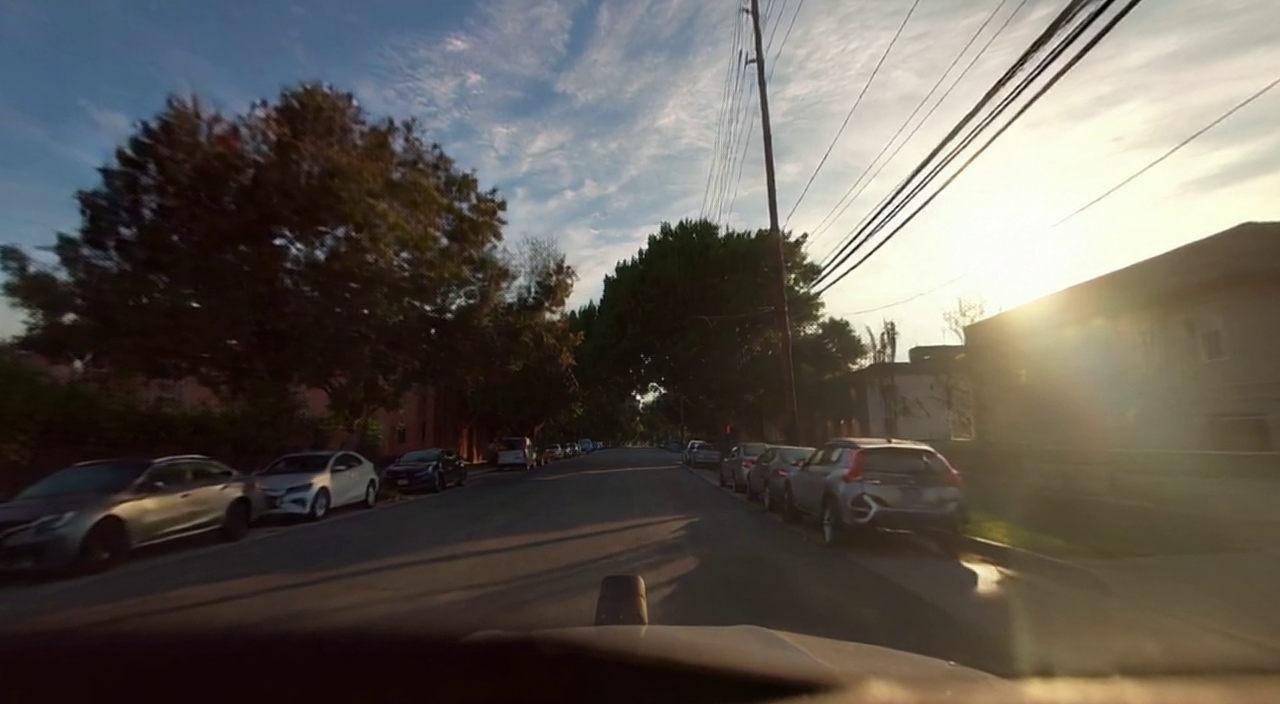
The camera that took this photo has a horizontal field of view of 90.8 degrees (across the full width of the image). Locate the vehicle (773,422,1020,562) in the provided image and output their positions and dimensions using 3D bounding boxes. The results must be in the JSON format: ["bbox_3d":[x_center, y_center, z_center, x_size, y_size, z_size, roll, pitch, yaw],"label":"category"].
[{"bbox_3d":[3.640,2.069,10.124,2.095,1.694,4.592,0,-9,1],"label":"vehicle"}]

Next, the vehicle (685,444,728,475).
[{"bbox_3d":[3.684,6.025,35.746,1.925,1.634,4.419,0,-8,0],"label":"vehicle"}]

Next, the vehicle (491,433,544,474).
[{"bbox_3d":[-7.694,6.404,40.295,2.351,2.251,5.856,-2,-8,-2],"label":"vehicle"}]

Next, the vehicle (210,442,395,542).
[{"bbox_3d":[-7.663,3.115,14.961,1.981,1.651,4.683,-5,-6,-3],"label":"vehicle"}]

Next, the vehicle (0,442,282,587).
[{"bbox_3d":[-7.810,2.311,9.730,1.917,1.618,4.825,-2,-10,-2],"label":"vehicle"}]

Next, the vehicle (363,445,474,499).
[{"bbox_3d":[-7.523,4.069,22.028,2.145,1.488,4.646,-3,-7,1],"label":"vehicle"}]
